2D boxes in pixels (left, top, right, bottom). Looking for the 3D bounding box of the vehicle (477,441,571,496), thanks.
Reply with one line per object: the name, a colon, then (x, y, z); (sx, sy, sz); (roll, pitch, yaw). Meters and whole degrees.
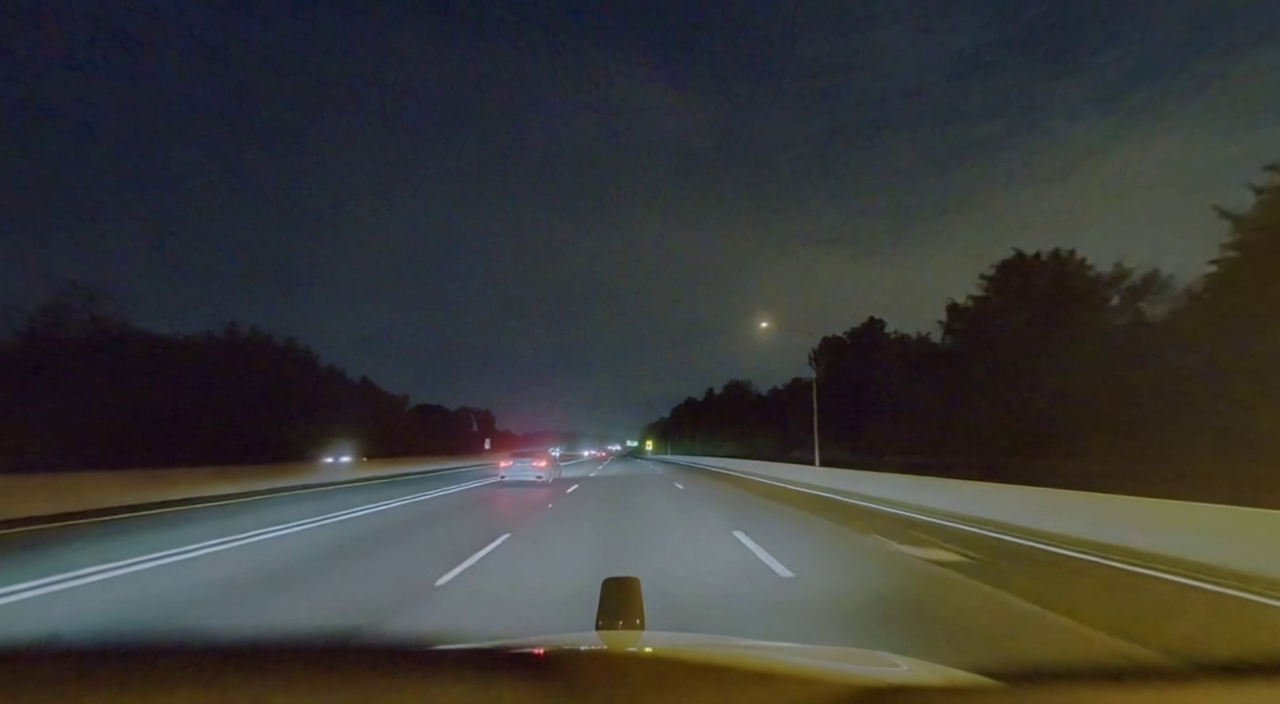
vehicle: (-3.687, 3.834, 21.157); (2.184, 1.574, 5.004); (0, -9, 0)
